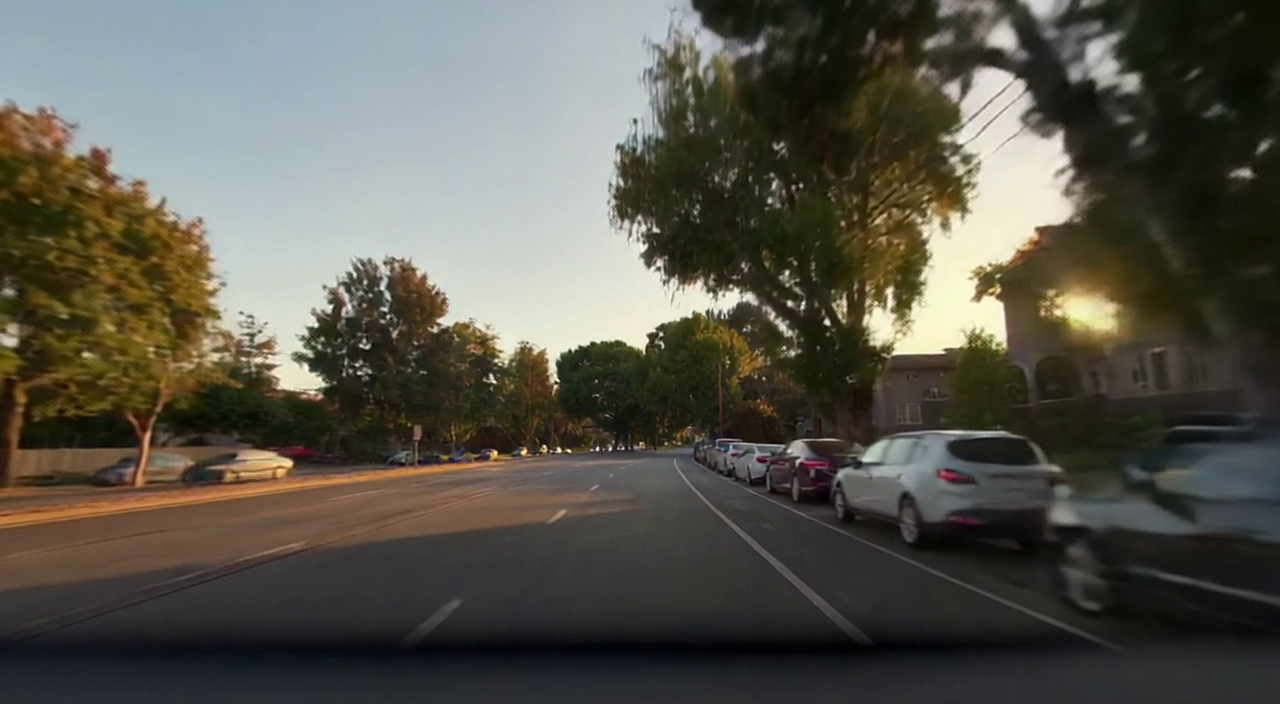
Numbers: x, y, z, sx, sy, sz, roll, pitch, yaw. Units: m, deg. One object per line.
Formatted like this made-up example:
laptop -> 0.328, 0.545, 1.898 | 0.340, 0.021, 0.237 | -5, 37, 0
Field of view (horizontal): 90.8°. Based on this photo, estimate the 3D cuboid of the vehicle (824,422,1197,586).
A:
vehicle -> 4.199, 1.796, 8.403 | 2.023, 1.529, 4.771 | 0, -9, -1

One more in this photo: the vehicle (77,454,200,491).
vehicle -> -23.348, 5.589, 29.695 | 1.931, 1.500, 4.688 | 0, -9, 0

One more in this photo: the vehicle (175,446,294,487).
vehicle -> -16.398, 4.618, 25.859 | 1.973, 1.522, 4.188 | 0, -9, 2

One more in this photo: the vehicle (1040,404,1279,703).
vehicle -> 4.216, 0.979, 2.838 | 1.899, 1.529, 4.406 | 0, -9, -1
